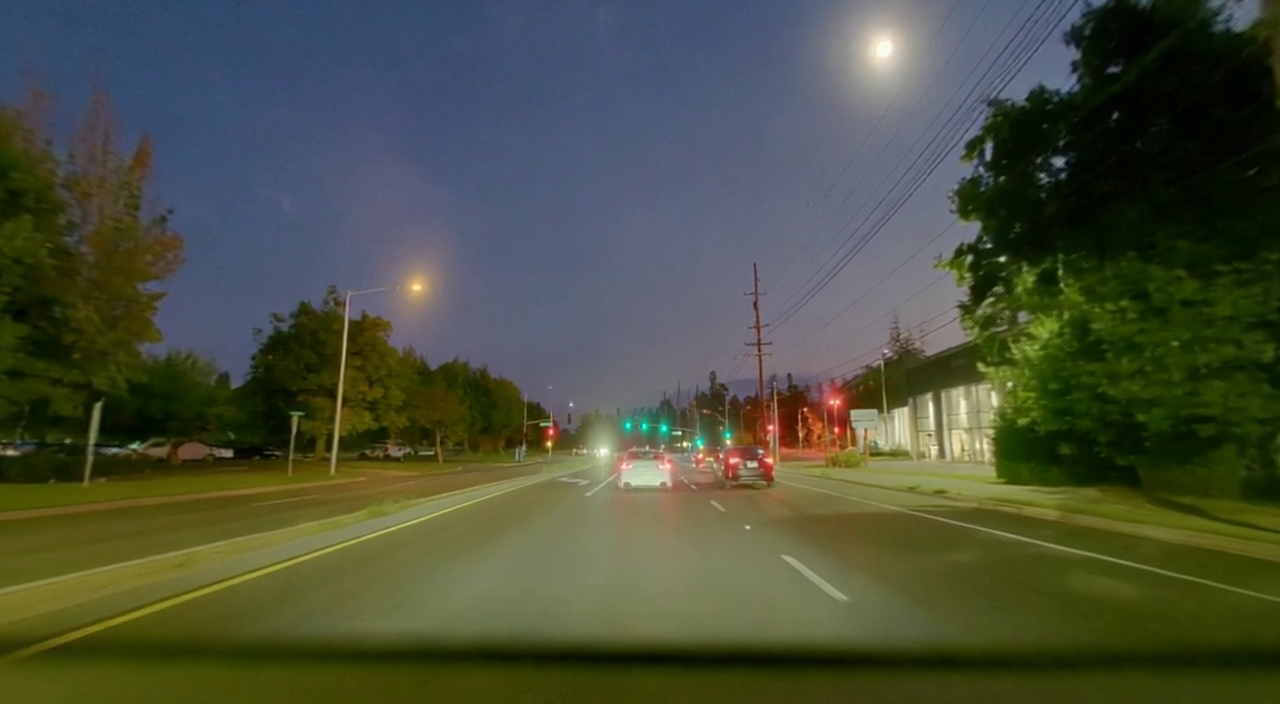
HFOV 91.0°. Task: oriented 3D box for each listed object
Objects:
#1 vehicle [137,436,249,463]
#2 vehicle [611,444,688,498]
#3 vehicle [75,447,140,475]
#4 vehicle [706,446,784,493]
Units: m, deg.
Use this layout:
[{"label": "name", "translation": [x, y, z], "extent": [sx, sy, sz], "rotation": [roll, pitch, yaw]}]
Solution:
[{"label": "vehicle", "translation": [-34.360, 7.501, 48.557], "extent": [6.282, 2.011, 3.033], "rotation": [0, -8, -3]}, {"label": "vehicle", "translation": [0.234, 3.611, 19.571], "extent": [2.144, 1.473, 4.028], "rotation": [0, -8, -1]}, {"label": "vehicle", "translation": [-30.044, 6.135, 35.620], "extent": [1.939, 1.459, 3.953], "rotation": [5, -10, -28]}, {"label": "vehicle", "translation": [3.539, 4.030, 22.020], "extent": [1.985, 1.489, 4.036], "rotation": [0, -8, 0]}]
